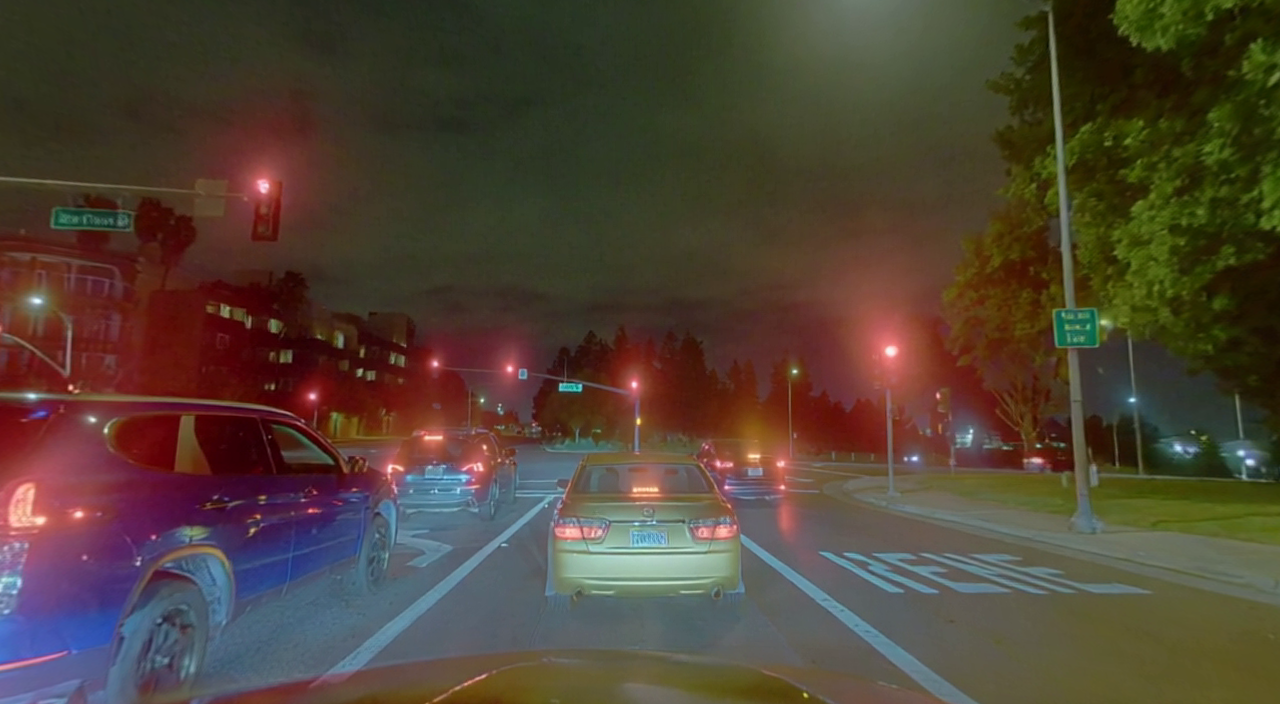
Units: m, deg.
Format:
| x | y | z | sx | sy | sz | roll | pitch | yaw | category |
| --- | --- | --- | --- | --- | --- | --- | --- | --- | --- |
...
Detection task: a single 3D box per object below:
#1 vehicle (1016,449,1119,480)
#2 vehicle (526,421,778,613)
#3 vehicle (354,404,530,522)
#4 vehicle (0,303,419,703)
| x | y | z | sx | sy | sz | roll | pitch | yaw | category |
| --- | --- | --- | --- | --- | --- | --- | --- | --- | --- |
| 26.991 | 7.095 | 40.041 | 4.874 | 1.854 | 2.230 | 0 | -8 | -1 | vehicle |
| -0.061 | 1.629 | 7.275 | 2.001 | 1.483 | 4.442 | 0 | -8 | -4 | vehicle |
| -3.874 | 2.313 | 13.689 | 2.305 | 1.984 | 5.586 | 0 | -8 | -4 | vehicle |
| -3.142 | 1.014 | 4.142 | 1.924 | 1.737 | 4.387 | 0 | -8 | -2 | vehicle |
